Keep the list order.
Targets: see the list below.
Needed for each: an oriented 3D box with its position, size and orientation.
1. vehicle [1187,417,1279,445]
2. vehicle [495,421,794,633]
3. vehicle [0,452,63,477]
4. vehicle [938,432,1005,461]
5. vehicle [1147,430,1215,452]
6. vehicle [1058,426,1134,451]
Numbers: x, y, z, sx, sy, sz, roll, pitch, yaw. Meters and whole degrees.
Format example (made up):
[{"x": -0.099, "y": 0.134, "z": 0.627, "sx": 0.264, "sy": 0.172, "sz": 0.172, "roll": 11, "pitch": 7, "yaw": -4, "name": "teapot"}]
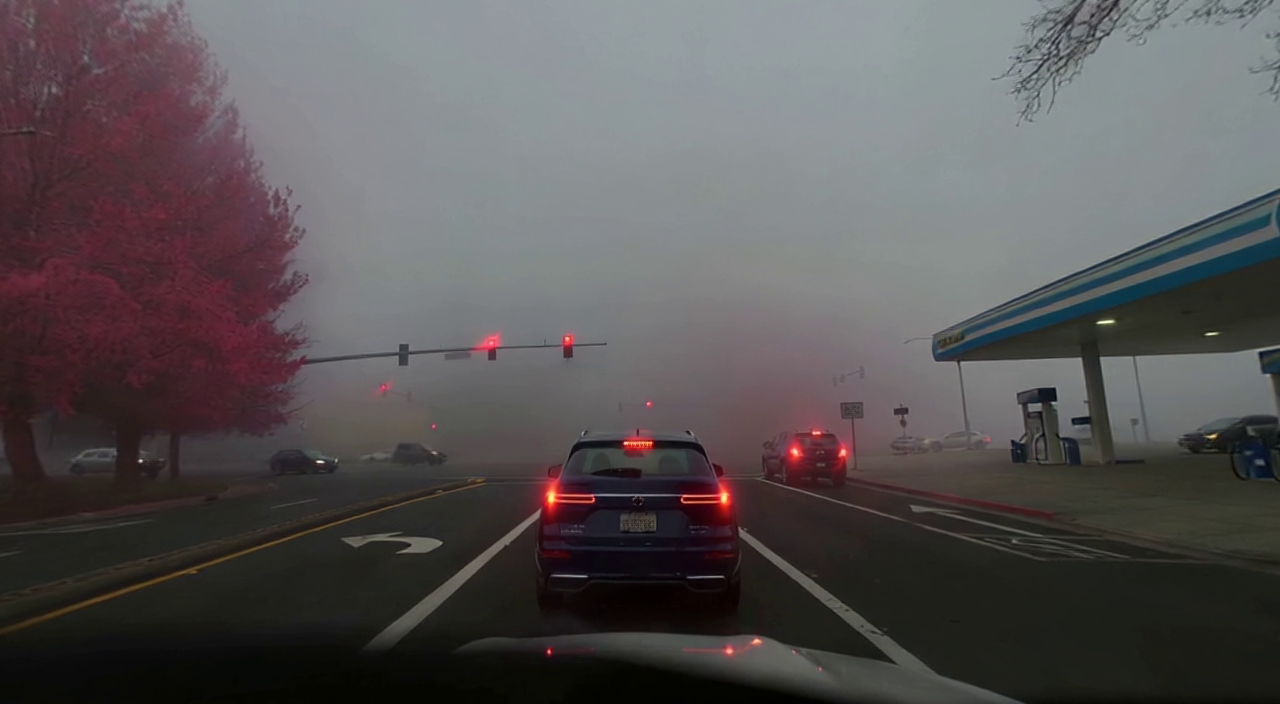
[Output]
[{"x": 36.315, "y": 4.860, "z": 38.482, "sx": 1.848, "sy": 1.581, "sz": 4.475, "roll": -1, "pitch": -8, "yaw": 3, "name": "vehicle"}, {"x": 0.009, "y": 1.537, "z": 6.564, "sx": 2.112, "sy": 1.482, "sz": 4.057, "roll": 0, "pitch": -8, "yaw": -1, "name": "vehicle"}, {"x": -40.080, "y": 7.111, "z": 39.847, "sx": 4.813, "sy": 1.455, "sz": 1.889, "roll": 3, "pitch": -9, "yaw": -20, "name": "vehicle"}, {"x": 18.385, "y": 5.239, "z": 34.859, "sx": 2.053, "sy": 1.495, "sz": 4.091, "roll": -8, "pitch": -12, "yaw": 44, "name": "vehicle"}, {"x": 40.937, "y": 6.721, "z": 47.715, "sx": 3.573, "sy": 1.432, "sz": 1.604, "roll": -3, "pitch": -8, "yaw": 1, "name": "vehicle"}, {"x": 34.595, "y": 6.595, "z": 47.904, "sx": 4.294, "sy": 1.557, "sz": 1.744, "roll": -4, "pitch": -8, "yaw": 1, "name": "vehicle"}]
